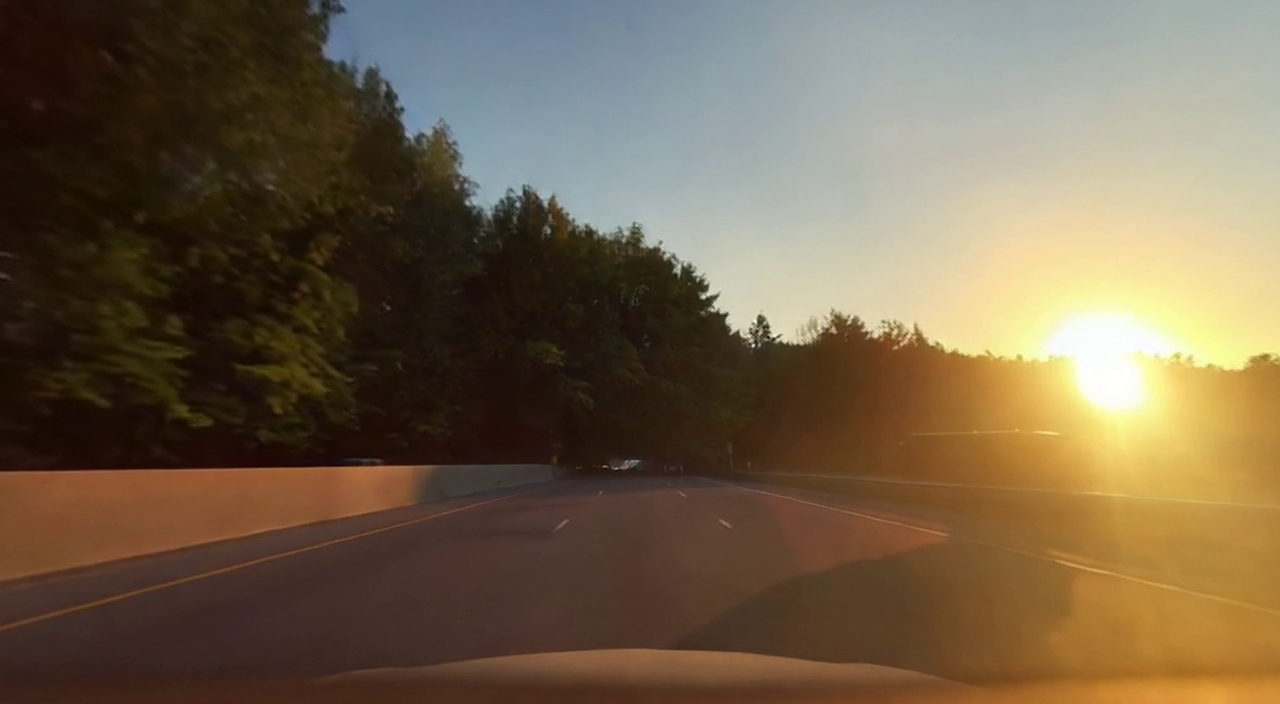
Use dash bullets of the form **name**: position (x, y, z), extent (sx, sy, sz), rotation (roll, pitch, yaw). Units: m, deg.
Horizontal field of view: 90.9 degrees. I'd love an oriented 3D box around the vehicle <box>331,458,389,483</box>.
- **vehicle**: position (-19.130, 8.124, 43.220), extent (1.905, 1.608, 4.405), rotation (1, -11, 0)
